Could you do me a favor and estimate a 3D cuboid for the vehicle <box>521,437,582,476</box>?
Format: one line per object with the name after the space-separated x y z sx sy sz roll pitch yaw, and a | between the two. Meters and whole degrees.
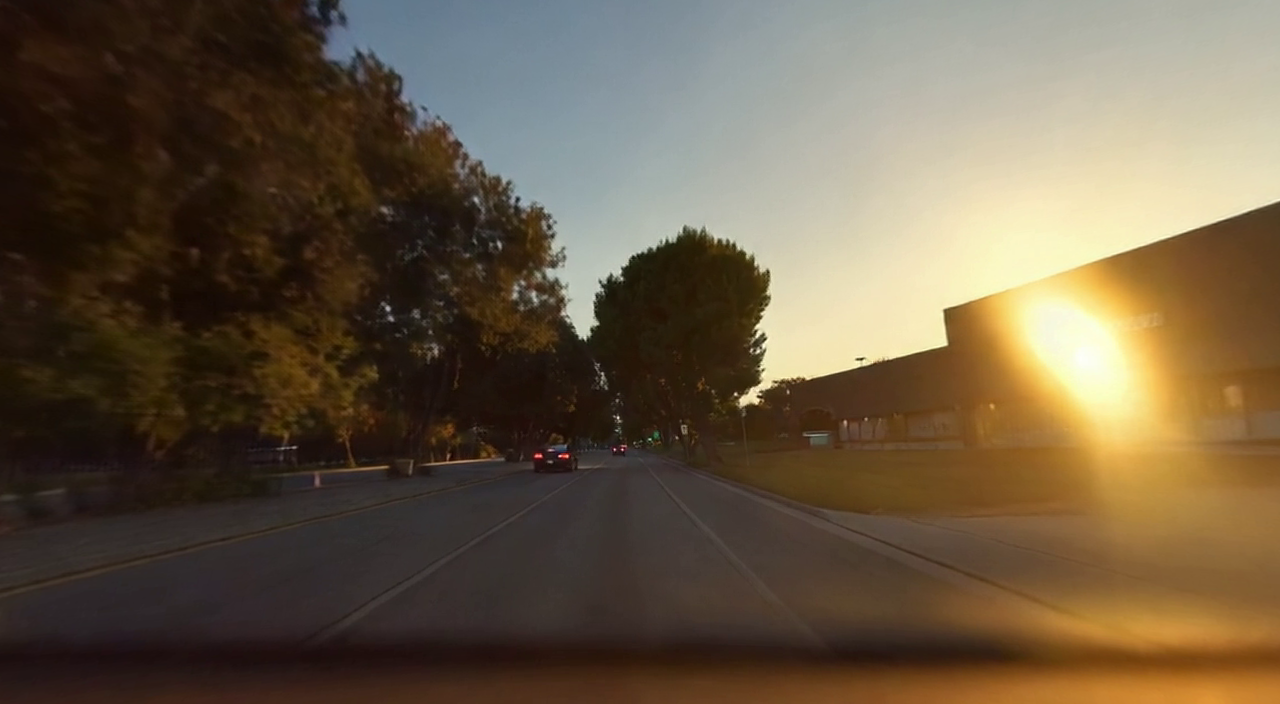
-4.117 4.943 30.117 2.202 1.685 4.772 0 -8 0 | vehicle
